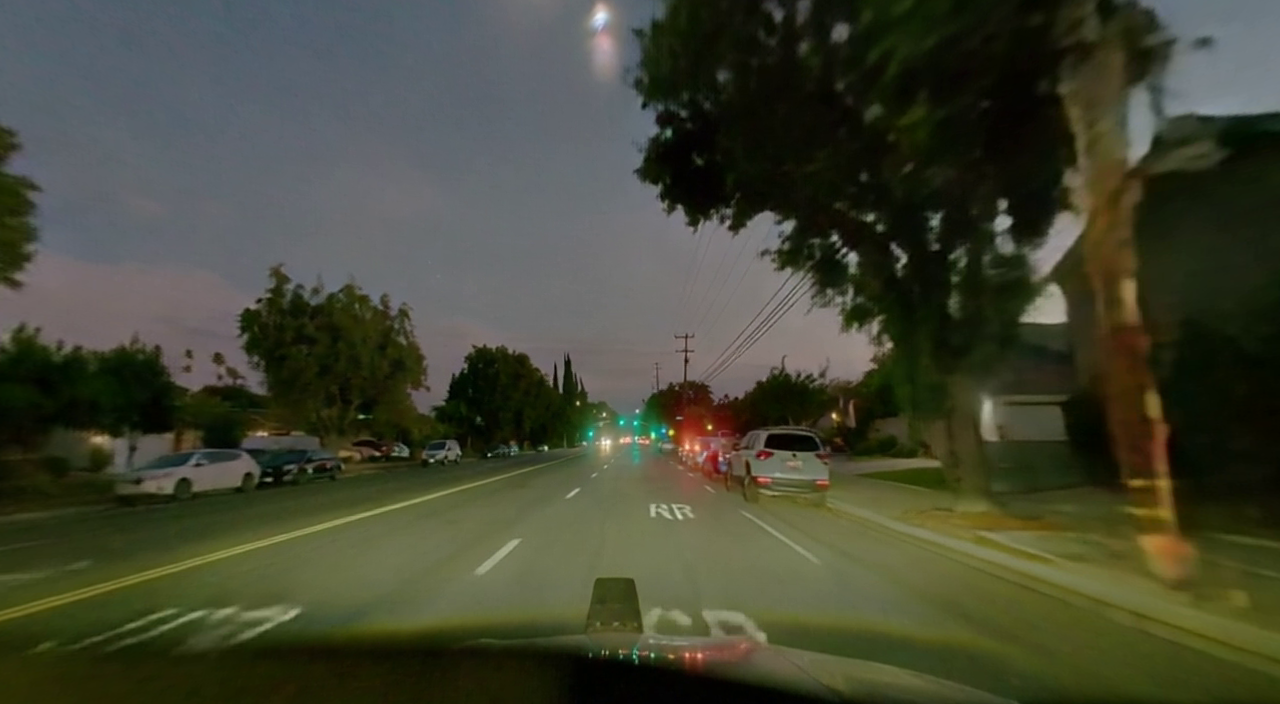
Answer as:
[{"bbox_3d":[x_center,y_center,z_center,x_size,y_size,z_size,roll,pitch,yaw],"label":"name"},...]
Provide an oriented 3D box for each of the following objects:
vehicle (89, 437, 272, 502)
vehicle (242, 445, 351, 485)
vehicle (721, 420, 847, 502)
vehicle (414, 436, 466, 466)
[{"bbox_3d":[-13.970,3.585,19.713,1.913,1.745,4.992,0,-9,1],"label":"vehicle"},{"bbox_3d":[-13.927,4.578,25.983,1.887,1.490,4.656,0,-9,0],"label":"vehicle"},{"bbox_3d":[3.414,2.701,15.987,2.045,1.746,4.564,0,-9,-1],"label":"vehicle"},{"bbox_3d":[-13.786,6.809,43.808,2.137,1.852,4.541,-2,-8,0],"label":"vehicle"}]
